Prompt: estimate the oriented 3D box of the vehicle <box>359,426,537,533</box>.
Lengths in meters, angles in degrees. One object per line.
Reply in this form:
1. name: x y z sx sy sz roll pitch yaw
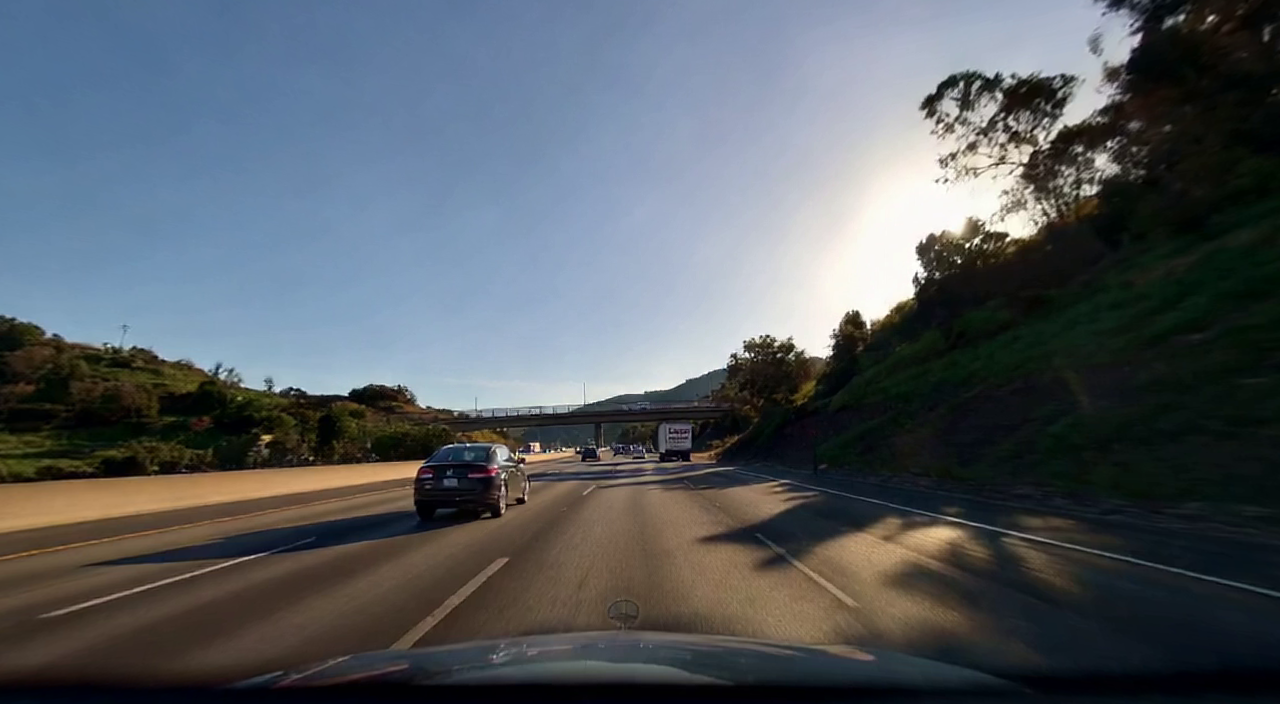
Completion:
1. vehicle: -3.354 2.334 12.071 2.052 1.654 4.303 0 -9 0
